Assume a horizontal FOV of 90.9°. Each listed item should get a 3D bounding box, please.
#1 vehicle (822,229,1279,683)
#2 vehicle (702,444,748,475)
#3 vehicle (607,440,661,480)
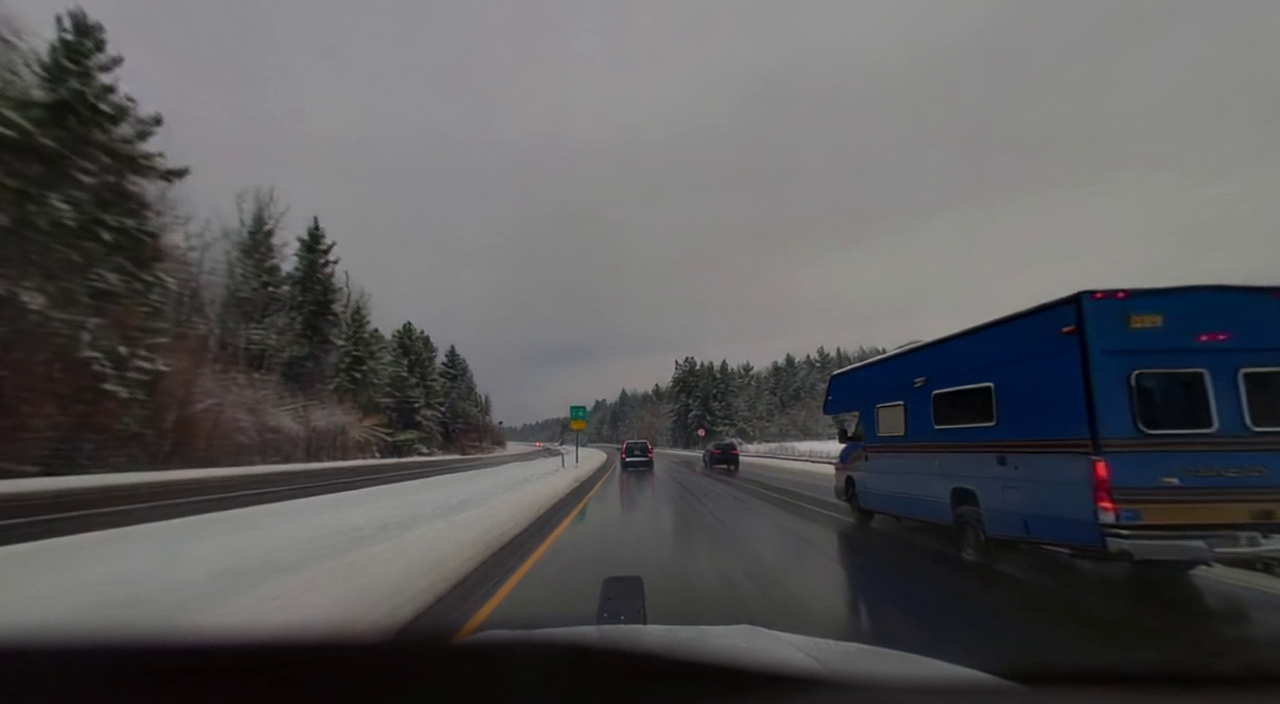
[{"bbox_3d":[4.589,1.131,7.461,2.745,2.832,7.035,1,-9,0],"label":"vehicle"},{"bbox_3d":[4.224,5.390,31.702,1.757,1.459,3.398,0,-9,-1],"label":"vehicle"},{"bbox_3d":[-0.260,4.614,27.057,2.120,1.575,4.018,0,-9,0],"label":"vehicle"}]
